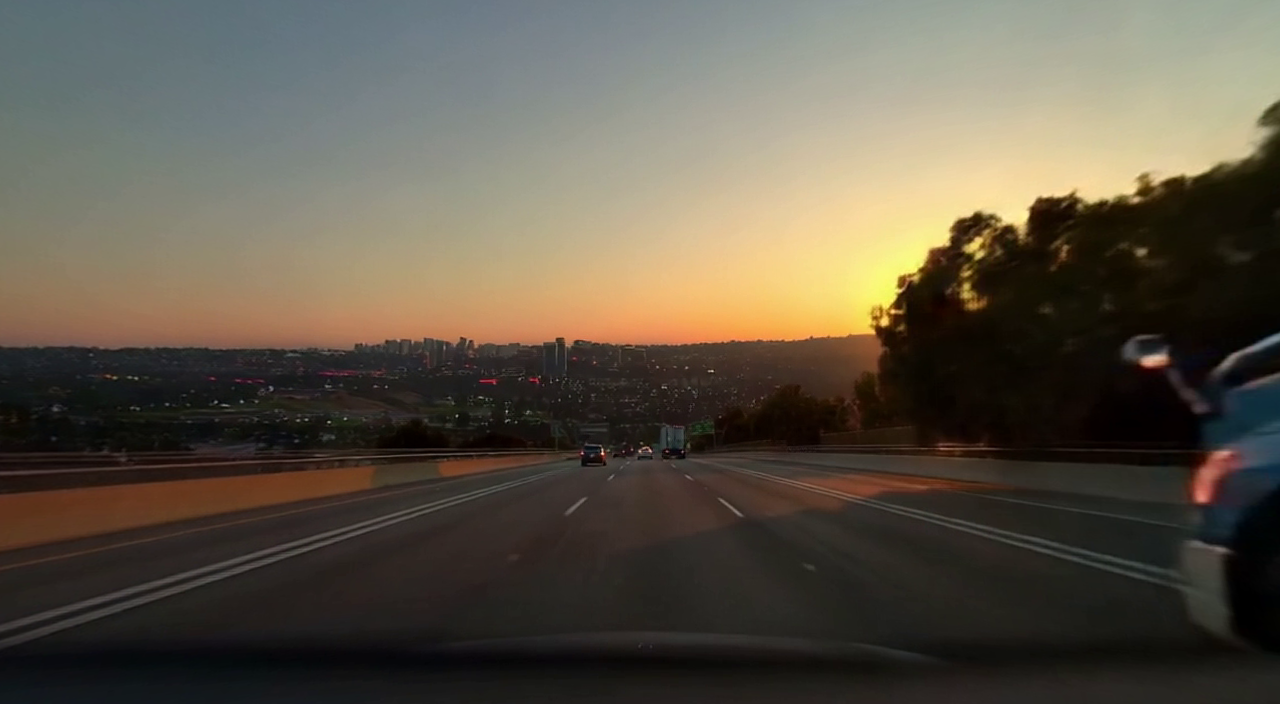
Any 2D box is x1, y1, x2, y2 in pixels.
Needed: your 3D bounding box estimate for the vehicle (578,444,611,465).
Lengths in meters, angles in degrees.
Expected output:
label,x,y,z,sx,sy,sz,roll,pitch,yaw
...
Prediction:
label,x,y,z,sx,sy,sz,roll,pitch,yaw
vehicle,-3.509,7.980,48.931,2.113,1.548,4.532,0,-8,2
